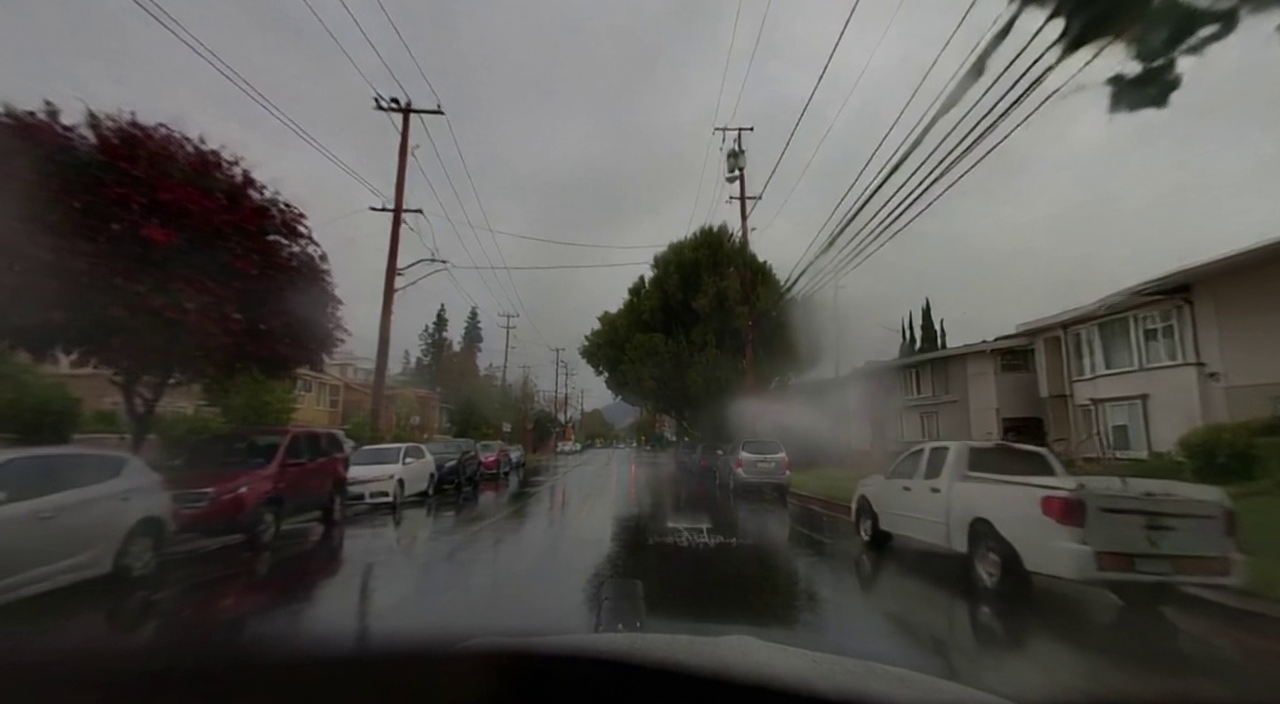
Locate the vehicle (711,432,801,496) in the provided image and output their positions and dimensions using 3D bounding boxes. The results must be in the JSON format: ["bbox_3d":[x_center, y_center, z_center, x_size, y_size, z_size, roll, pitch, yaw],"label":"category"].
[{"bbox_3d":[3.431,3.416,19.578,1.936,1.756,4.127,0,-9,-1],"label":"vehicle"}]

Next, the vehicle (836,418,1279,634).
[{"bbox_3d":[4.051,1.646,7.159,1.910,1.567,4.856,0,-9,-3],"label":"vehicle"}]

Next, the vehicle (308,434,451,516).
[{"bbox_3d":[-6.075,2.835,15.334,1.863,1.561,4.380,-3,-7,-4],"label":"vehicle"}]

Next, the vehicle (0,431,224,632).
[{"bbox_3d":[-5.651,1.379,4.897,1.979,1.435,4.785,-2,-7,-5],"label":"vehicle"}]

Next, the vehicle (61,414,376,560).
[{"bbox_3d":[-6.114,1.963,10.065,2.094,1.766,4.482,1,-8,-3],"label":"vehicle"}]
